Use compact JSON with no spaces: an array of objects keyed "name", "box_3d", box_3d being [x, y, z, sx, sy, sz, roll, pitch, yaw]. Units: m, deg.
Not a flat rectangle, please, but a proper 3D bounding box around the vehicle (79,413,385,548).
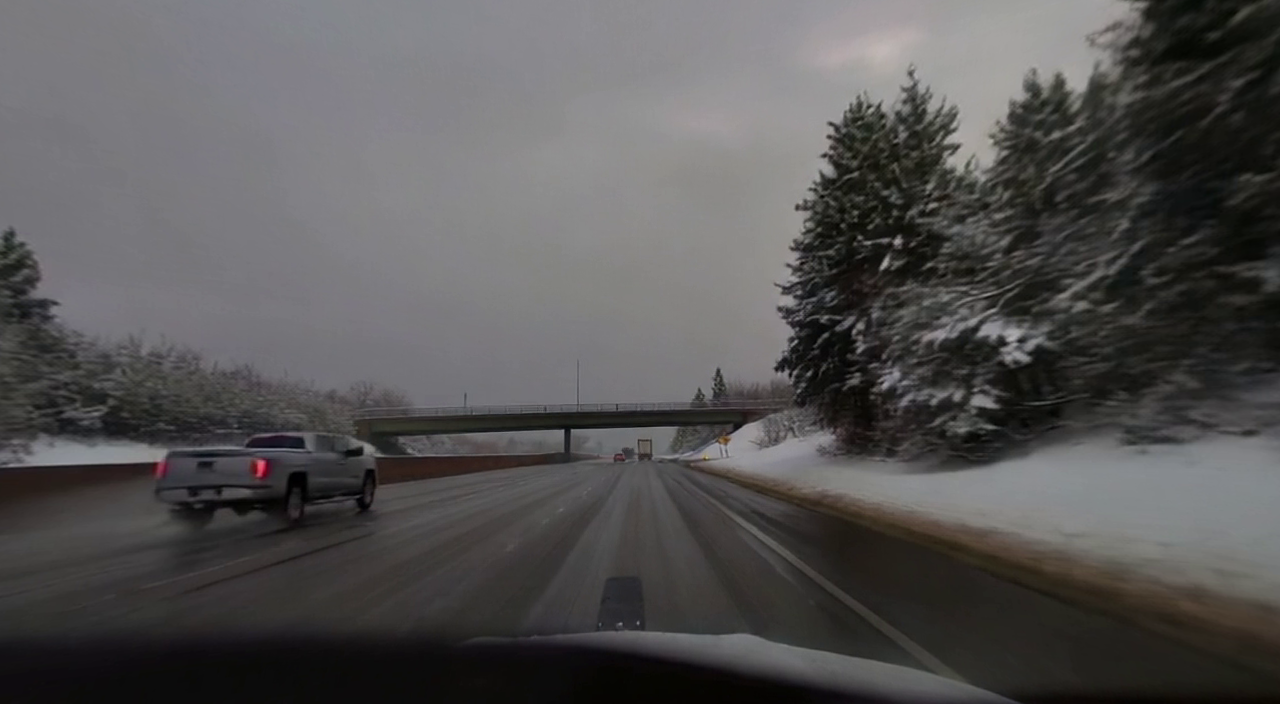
[{"name":"vehicle","box_3d":[-7.020,2.280,11.862,2.232,1.947,5.180,0,-9,0]}]
